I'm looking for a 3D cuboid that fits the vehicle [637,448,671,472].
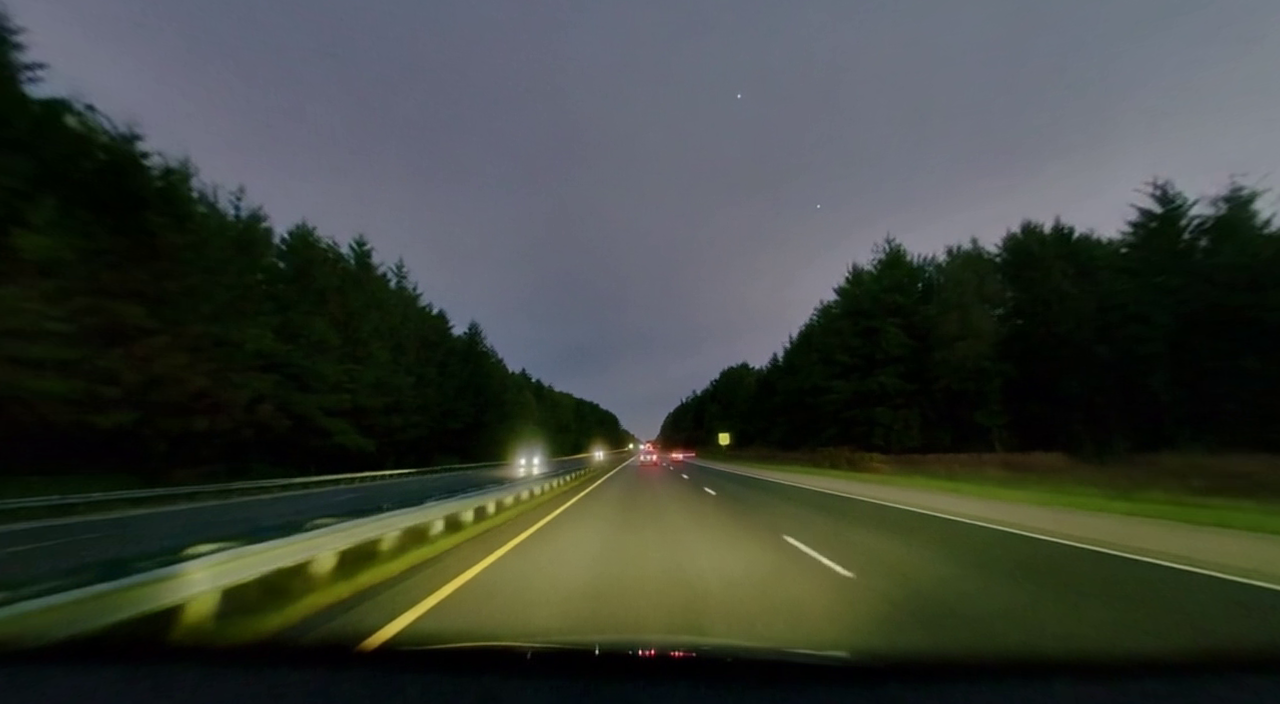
[{"bbox_3d":[0.908,7.311,42.888,2.162,1.492,3.975,0,-9,-1],"label":"vehicle"}]
